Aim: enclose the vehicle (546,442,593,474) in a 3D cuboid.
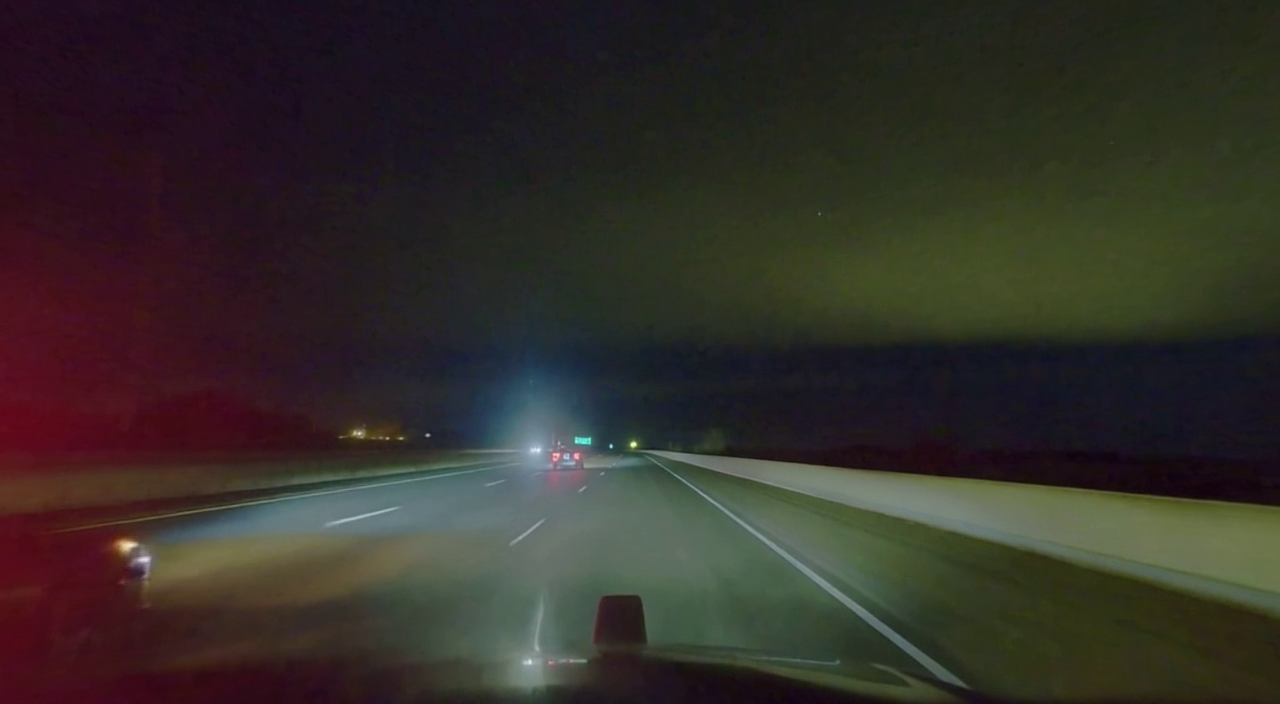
[{"bbox_3d":[-3.934,5.994,35.713,2.133,1.683,4.340,0,-9,0],"label":"vehicle"}]
